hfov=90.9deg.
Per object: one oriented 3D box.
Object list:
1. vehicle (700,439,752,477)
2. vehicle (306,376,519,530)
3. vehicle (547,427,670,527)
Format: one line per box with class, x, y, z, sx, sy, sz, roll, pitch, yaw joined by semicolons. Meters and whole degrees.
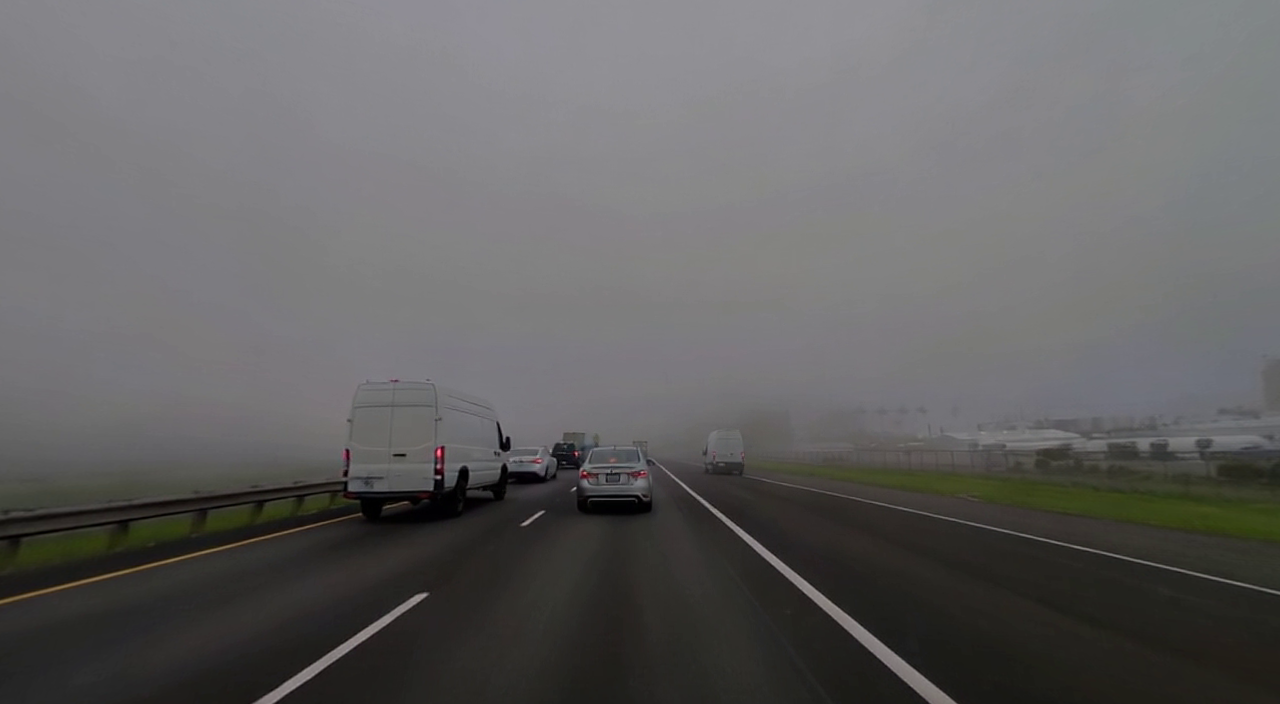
vehicle;4.262;5.319;31.769;2.003;1.754;4.134;0;-9;0
vehicle;-4.575;2.261;14.339;2.248;2.626;6.837;0;-9;0
vehicle;-0.533;2.439;12.745;2.093;1.695;3.782;0;-9;0
